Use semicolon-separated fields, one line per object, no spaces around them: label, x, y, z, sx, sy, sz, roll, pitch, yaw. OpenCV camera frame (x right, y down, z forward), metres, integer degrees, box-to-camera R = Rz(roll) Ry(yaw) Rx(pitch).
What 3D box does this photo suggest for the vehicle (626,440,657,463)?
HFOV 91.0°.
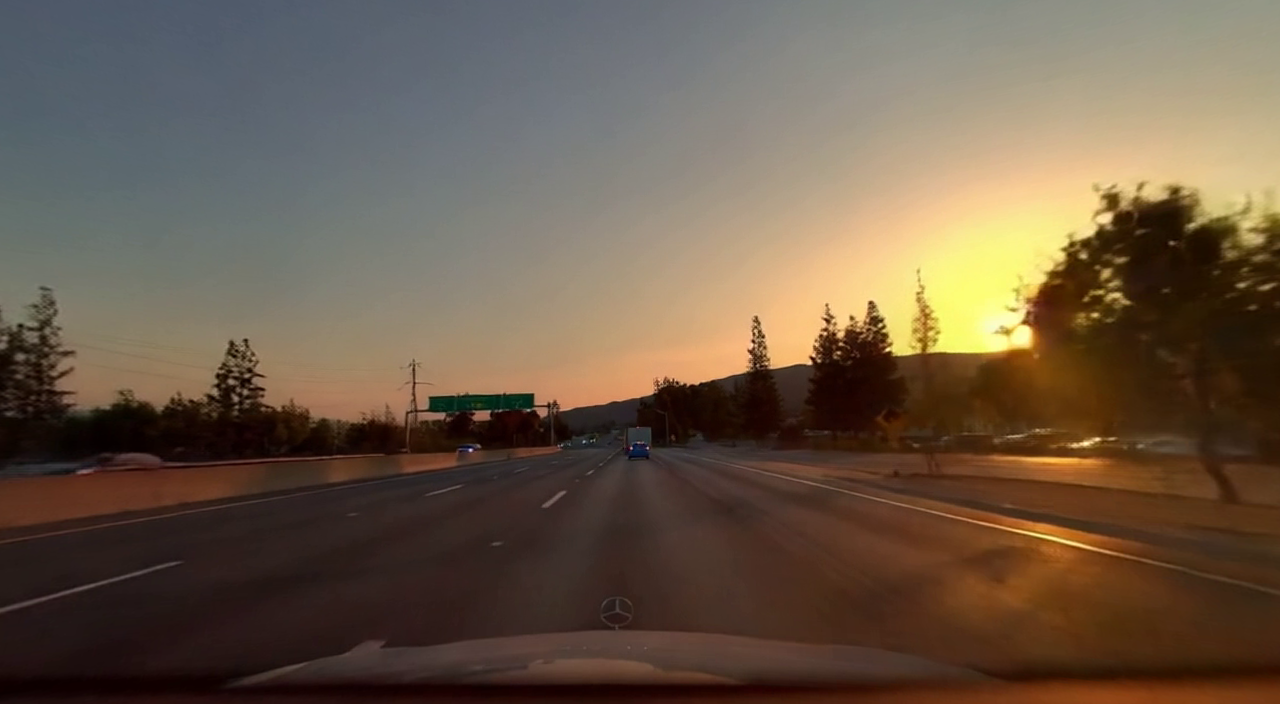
vehicle;0.056;6.714;42.675;2.028;1.440;3.690;0;-8;-1
